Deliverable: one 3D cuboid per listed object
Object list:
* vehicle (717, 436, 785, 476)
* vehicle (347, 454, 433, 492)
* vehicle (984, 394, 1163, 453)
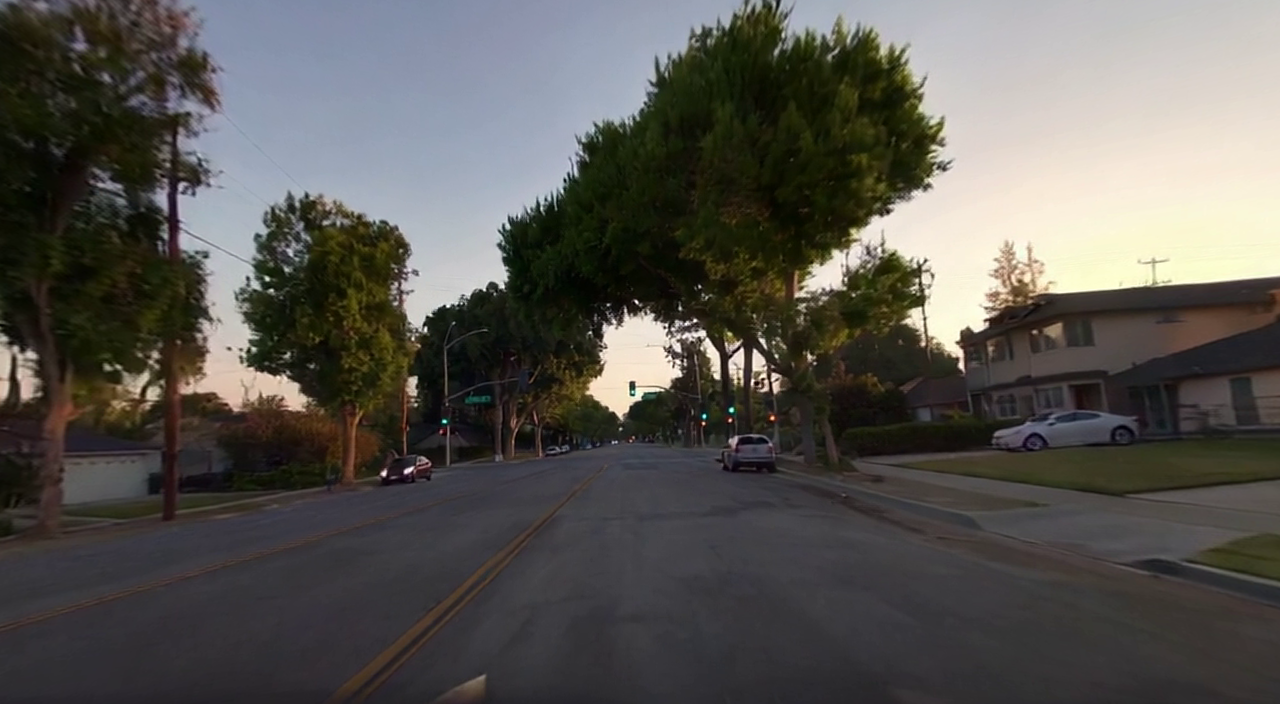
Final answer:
[{"bbox_3d":[4.509,4.306,26.351,1.963,1.477,4.804,0,-9,0],"label":"vehicle"},{"bbox_3d":[-11.506,5.573,29.434,2.029,1.550,4.562,-1,-8,1],"label":"vehicle"},{"bbox_3d":[14.570,2.455,21.450,4.500,1.875,2.046,0,-8,-1],"label":"vehicle"}]
